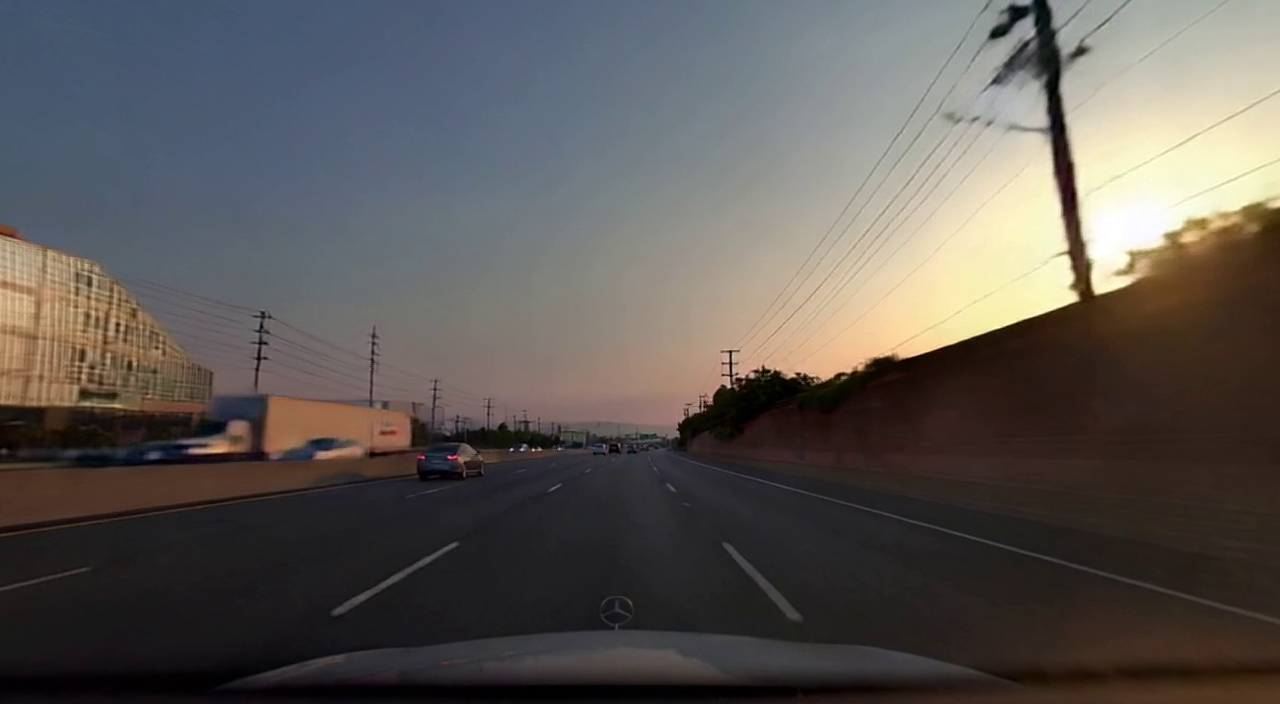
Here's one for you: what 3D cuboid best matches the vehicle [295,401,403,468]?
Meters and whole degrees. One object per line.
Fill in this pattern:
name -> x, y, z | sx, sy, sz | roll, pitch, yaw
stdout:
vehicle -> -18.992, 5.528, 42.053 | 2.837, 3.960, 8.808 | 0, -8, 1

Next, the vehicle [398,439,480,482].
vehicle -> -8.017, 4.330, 25.586 | 2.013, 1.574, 3.923 | 0, -8, 0

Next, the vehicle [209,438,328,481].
vehicle -> -14.658, 4.262, 25.306 | 2.012, 1.536, 4.552 | 0, -8, 0

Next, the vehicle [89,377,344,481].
vehicle -> -18.989, 3.844, 30.416 | 2.983, 3.872, 13.479 | 0, -8, 0
